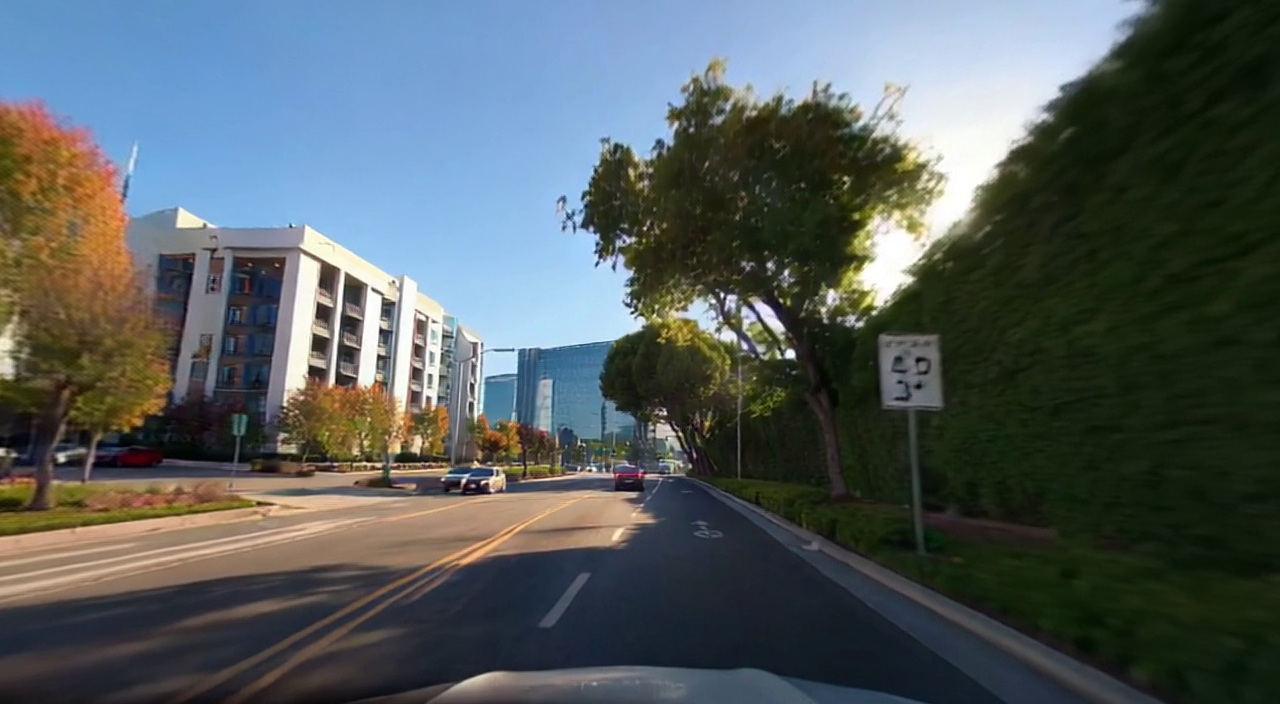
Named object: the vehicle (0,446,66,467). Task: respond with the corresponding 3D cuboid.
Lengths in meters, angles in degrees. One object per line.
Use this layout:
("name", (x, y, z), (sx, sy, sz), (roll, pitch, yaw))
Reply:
("vehicle", (-44.709, 7.650, 45.726), (1.714, 1.464, 3.804), (-3, -11, 20))

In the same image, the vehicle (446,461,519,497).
("vehicle", (-7.041, 5.753, 28.660), (1.979, 1.499, 4.666), (0, -10, 2))

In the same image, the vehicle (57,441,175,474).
("vehicle", (-33.443, 6.795, 40.331), (2.033, 1.959, 5.294), (-4, -11, 22))

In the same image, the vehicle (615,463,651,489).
("vehicle", (-0.401, 8.170, 41.577), (2.067, 1.629, 3.858), (0, -10, 5))
